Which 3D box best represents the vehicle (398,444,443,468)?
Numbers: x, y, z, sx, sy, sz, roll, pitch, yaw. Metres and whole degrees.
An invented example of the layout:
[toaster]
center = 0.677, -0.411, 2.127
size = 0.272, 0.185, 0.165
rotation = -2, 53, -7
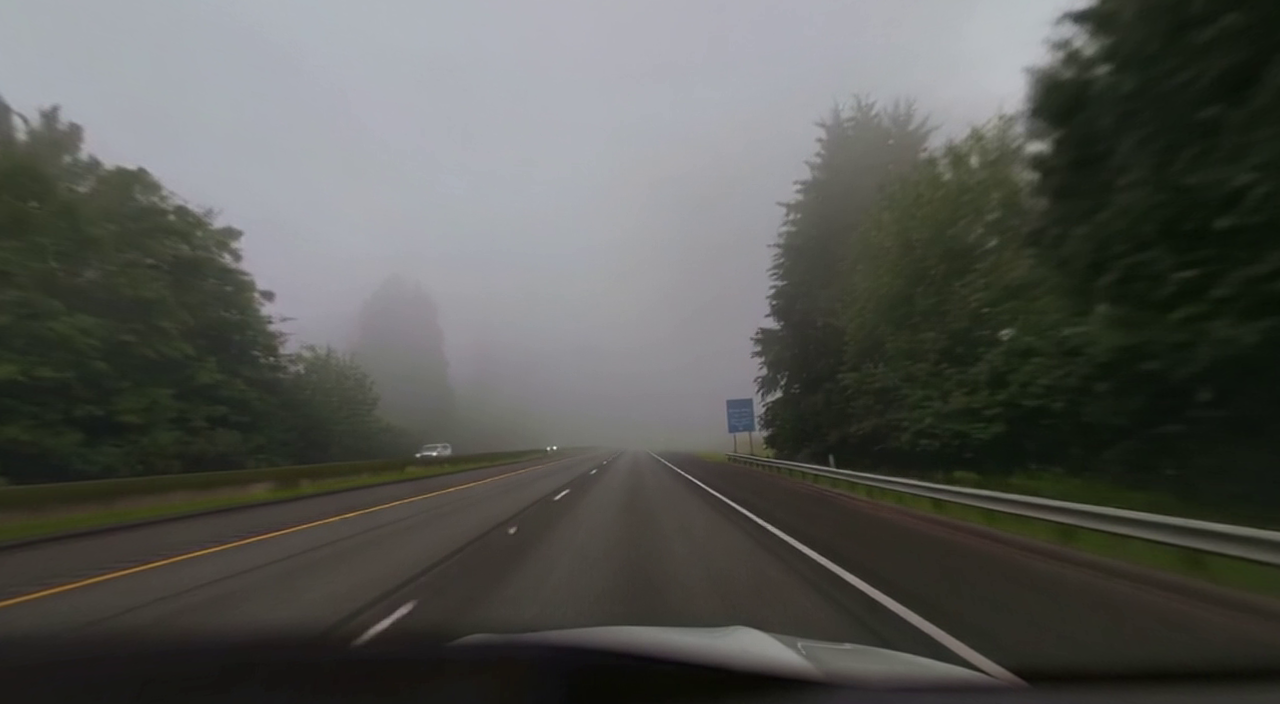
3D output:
[vehicle]
center = -16.331, 7.759, 46.990
size = 1.892, 1.661, 4.143
rotation = 0, -8, -1
